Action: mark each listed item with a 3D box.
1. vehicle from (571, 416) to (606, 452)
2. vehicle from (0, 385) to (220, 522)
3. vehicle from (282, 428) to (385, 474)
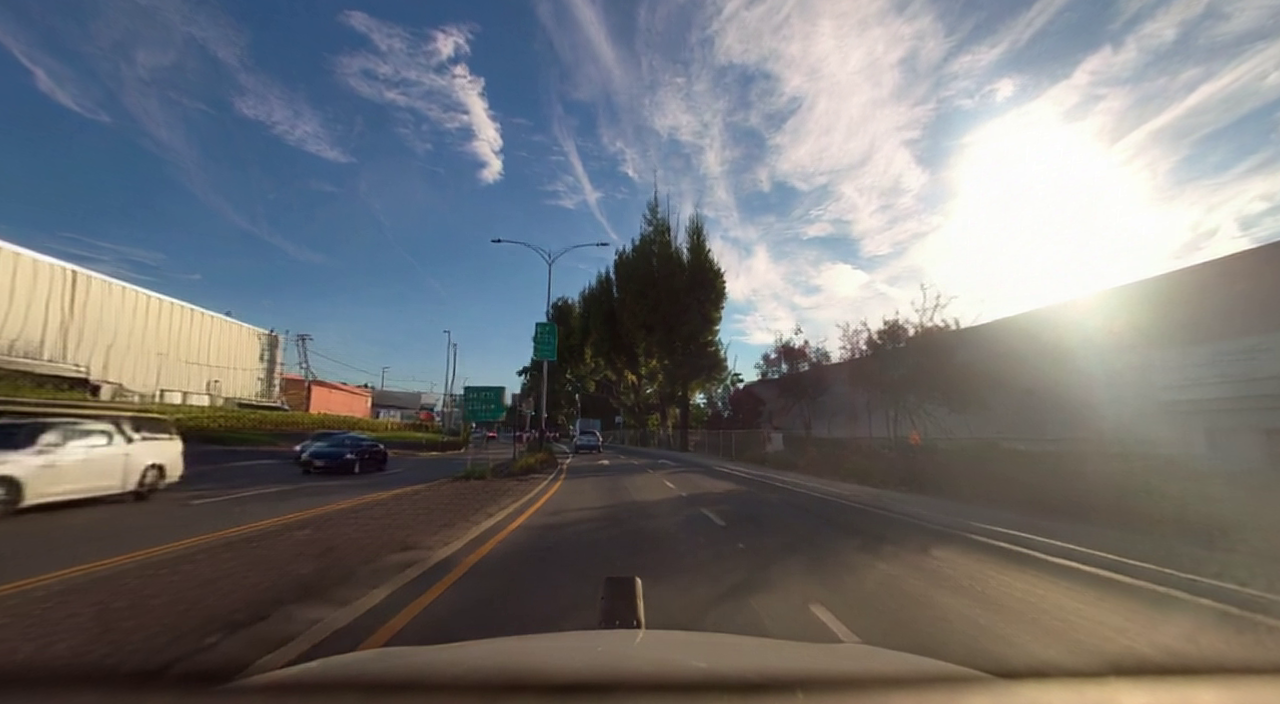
[{"bbox_3d":[-4.130,6.472,49.537,2.276,2.706,5.232,1,-8,-9],"label":"vehicle"},{"bbox_3d":[-10.326,1.758,11.247,2.198,1.916,5.296,1,-8,-3],"label":"vehicle"},{"bbox_3d":[-11.016,3.586,23.014,1.897,1.515,3.986,1,-8,-3],"label":"vehicle"}]
